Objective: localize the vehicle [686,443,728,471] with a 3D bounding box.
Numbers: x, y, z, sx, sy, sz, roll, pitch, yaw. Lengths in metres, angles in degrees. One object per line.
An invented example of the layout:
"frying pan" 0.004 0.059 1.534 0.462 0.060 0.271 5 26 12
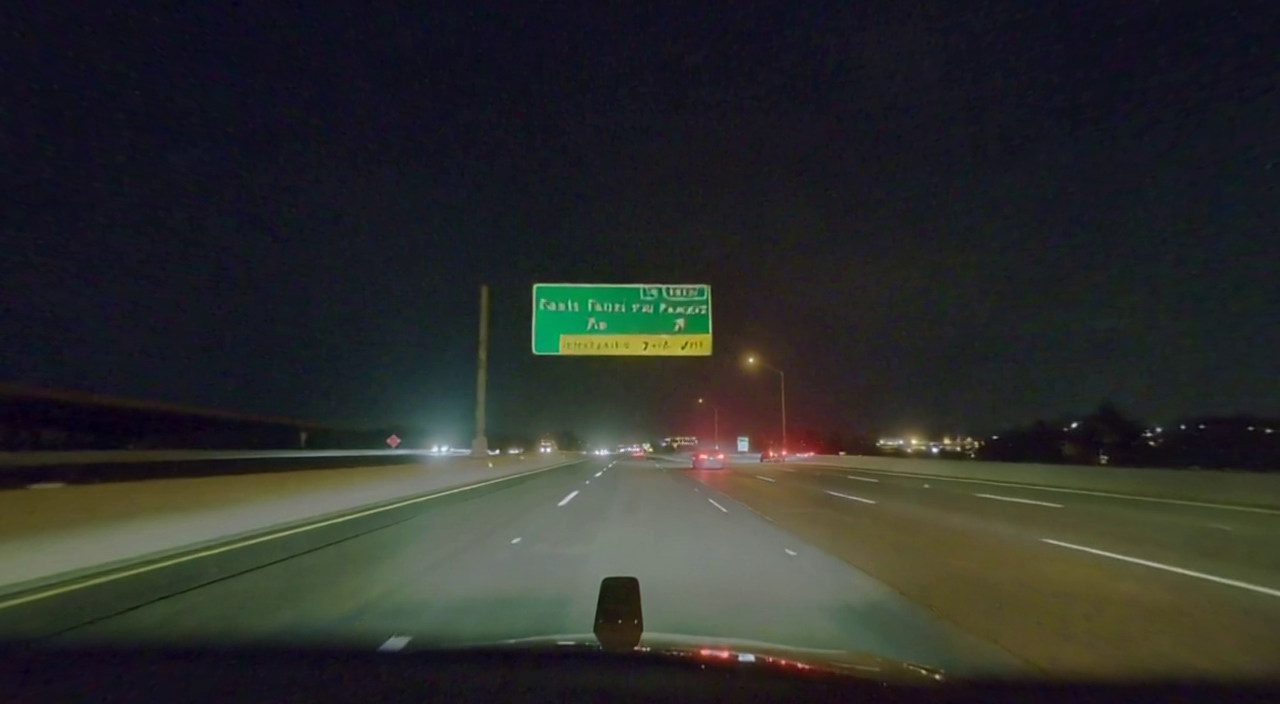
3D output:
"vehicle" 3.955 6.275 37.744 1.984 1.540 3.973 0 -9 -2
